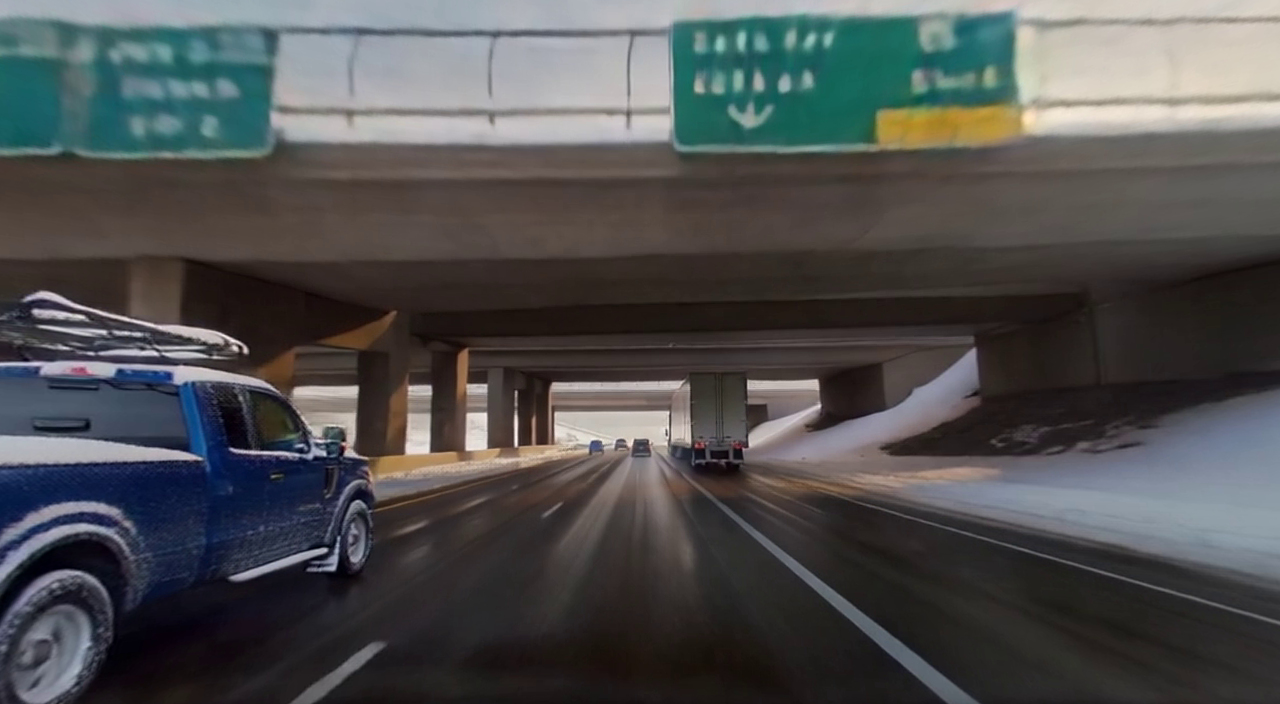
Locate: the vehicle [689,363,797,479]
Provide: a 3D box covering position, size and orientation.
[{"bbox_3d":[4.097,3.342,28.598,2.885,4.036,12.891,-1,-8,1],"label":"vehicle"}]

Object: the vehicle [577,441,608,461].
[{"bbox_3d":[-3.569,7.580,48.338,2.077,1.446,4.106,0,-8,0],"label":"vehicle"}]

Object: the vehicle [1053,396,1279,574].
[{"bbox_3d":[7.159,1.407,7.005,1.999,1.700,4.640,-1,-8,0],"label":"vehicle"}]

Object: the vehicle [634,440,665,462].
[{"bbox_3d":[0.665,7.073,45.221,2.092,1.446,4.092,-1,-8,0],"label":"vehicle"}]

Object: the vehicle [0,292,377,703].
[{"bbox_3d":[-4.255,0.881,3.716,2.599,2.054,6.288,-1,-8,1],"label":"vehicle"}]
